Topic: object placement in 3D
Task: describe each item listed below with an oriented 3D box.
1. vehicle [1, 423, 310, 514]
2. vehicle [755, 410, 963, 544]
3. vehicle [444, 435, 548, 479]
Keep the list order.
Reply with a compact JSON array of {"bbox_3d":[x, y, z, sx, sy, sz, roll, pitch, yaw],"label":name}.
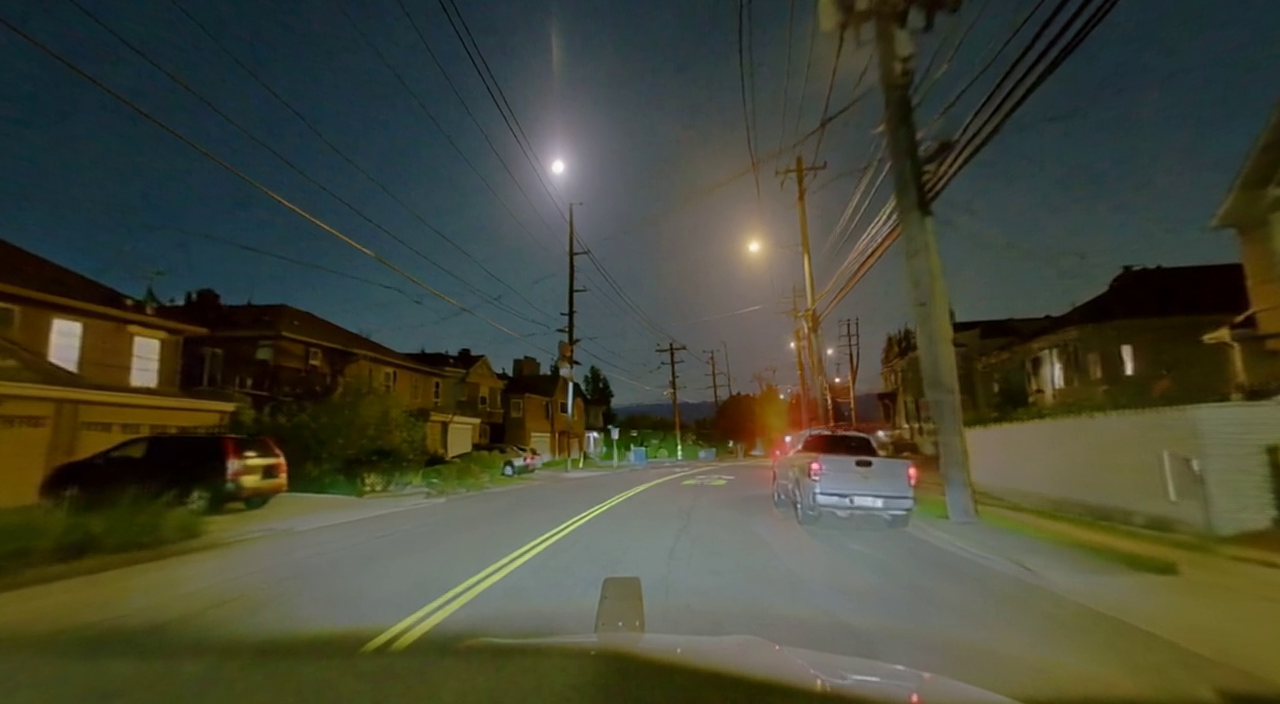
[{"bbox_3d":[-11.384,2.737,15.172,5.632,1.957,2.302,-1,-9,5],"label":"vehicle"},{"bbox_3d":[3.773,2.337,12.504,2.273,1.938,6.400,0,-9,4],"label":"vehicle"},{"bbox_3d":[-8.117,5.921,35.867,5.228,2.041,2.023,2,-7,12],"label":"vehicle"}]
